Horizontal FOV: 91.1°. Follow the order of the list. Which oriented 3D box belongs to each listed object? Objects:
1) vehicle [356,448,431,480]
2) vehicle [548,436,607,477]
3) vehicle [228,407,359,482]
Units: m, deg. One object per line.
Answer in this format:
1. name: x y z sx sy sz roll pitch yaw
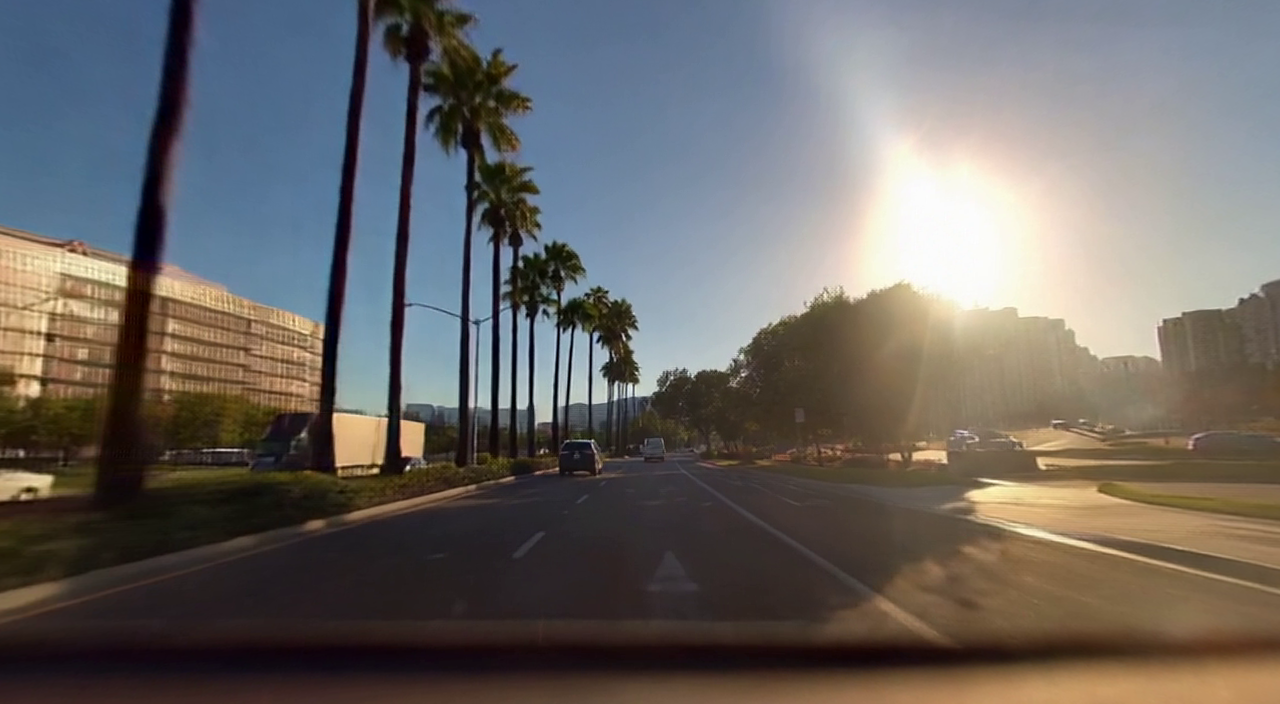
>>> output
1. vehicle: -15.700 7.146 40.393 2.402 1.844 5.766 0 -8 1
2. vehicle: -2.939 5.052 30.615 2.188 1.819 4.667 0 -8 3
3. vehicle: -20.362 5.598 37.544 3.298 4.031 7.060 0 -10 3
